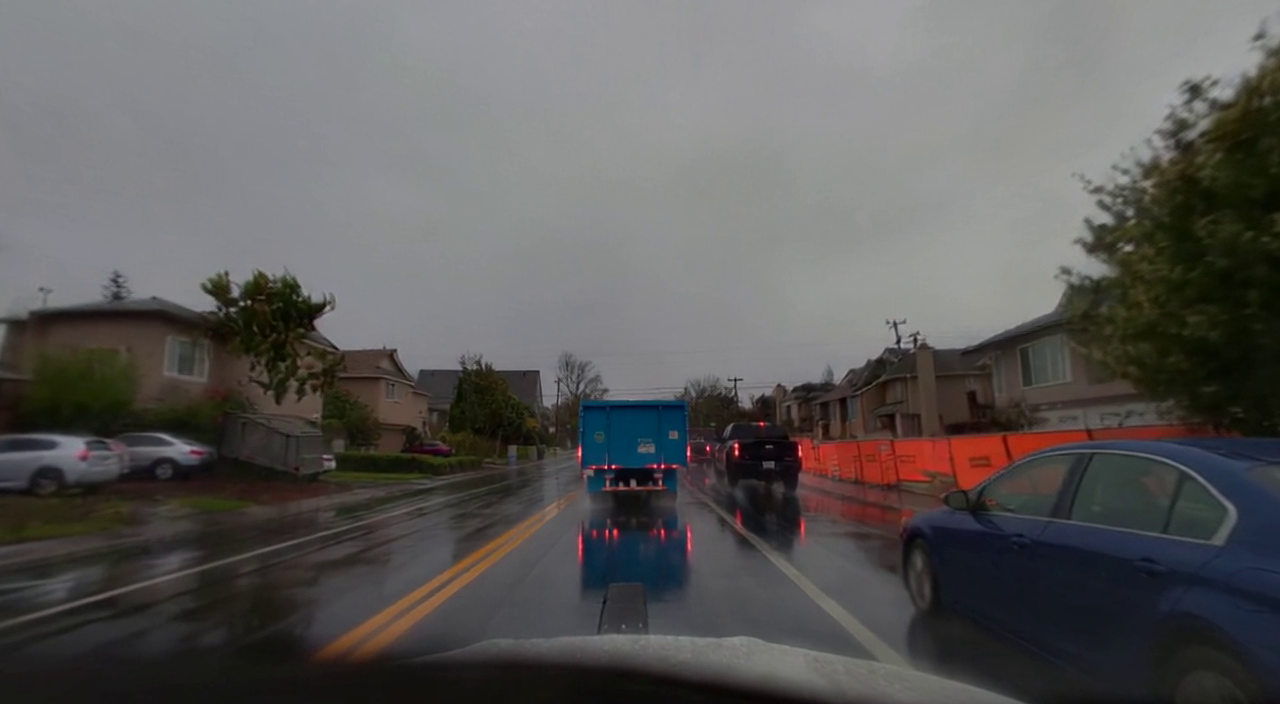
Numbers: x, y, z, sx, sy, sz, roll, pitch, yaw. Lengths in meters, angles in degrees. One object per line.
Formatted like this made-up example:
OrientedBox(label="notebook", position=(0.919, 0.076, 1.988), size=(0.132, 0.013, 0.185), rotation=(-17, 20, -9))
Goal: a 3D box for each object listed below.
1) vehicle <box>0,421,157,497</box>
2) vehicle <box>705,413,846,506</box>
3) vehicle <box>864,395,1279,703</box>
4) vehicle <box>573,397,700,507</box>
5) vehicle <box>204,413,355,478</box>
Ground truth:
OrientedBox(label="vehicle", position=(-14.969, 2.756, 16.491), size=(2.010, 1.721, 4.499), rotation=(2, -9, -16))
OrientedBox(label="vehicle", position=(3.224, 2.758, 16.471), size=(2.486, 1.993, 5.667), rotation=(0, -8, 0))
OrientedBox(label="vehicle", position=(3.039, 1.102, 3.401), size=(2.010, 1.499, 4.481), rotation=(0, -8, 0))
OrientedBox(label="vehicle", position=(-0.027, 2.668, 17.028), size=(2.751, 2.361, 6.347), rotation=(1, -9, 1))
OrientedBox(label="vehicle", position=(-13.388, 3.546, 23.917), size=(2.475, 2.157, 5.567), rotation=(0, -8, -1))
